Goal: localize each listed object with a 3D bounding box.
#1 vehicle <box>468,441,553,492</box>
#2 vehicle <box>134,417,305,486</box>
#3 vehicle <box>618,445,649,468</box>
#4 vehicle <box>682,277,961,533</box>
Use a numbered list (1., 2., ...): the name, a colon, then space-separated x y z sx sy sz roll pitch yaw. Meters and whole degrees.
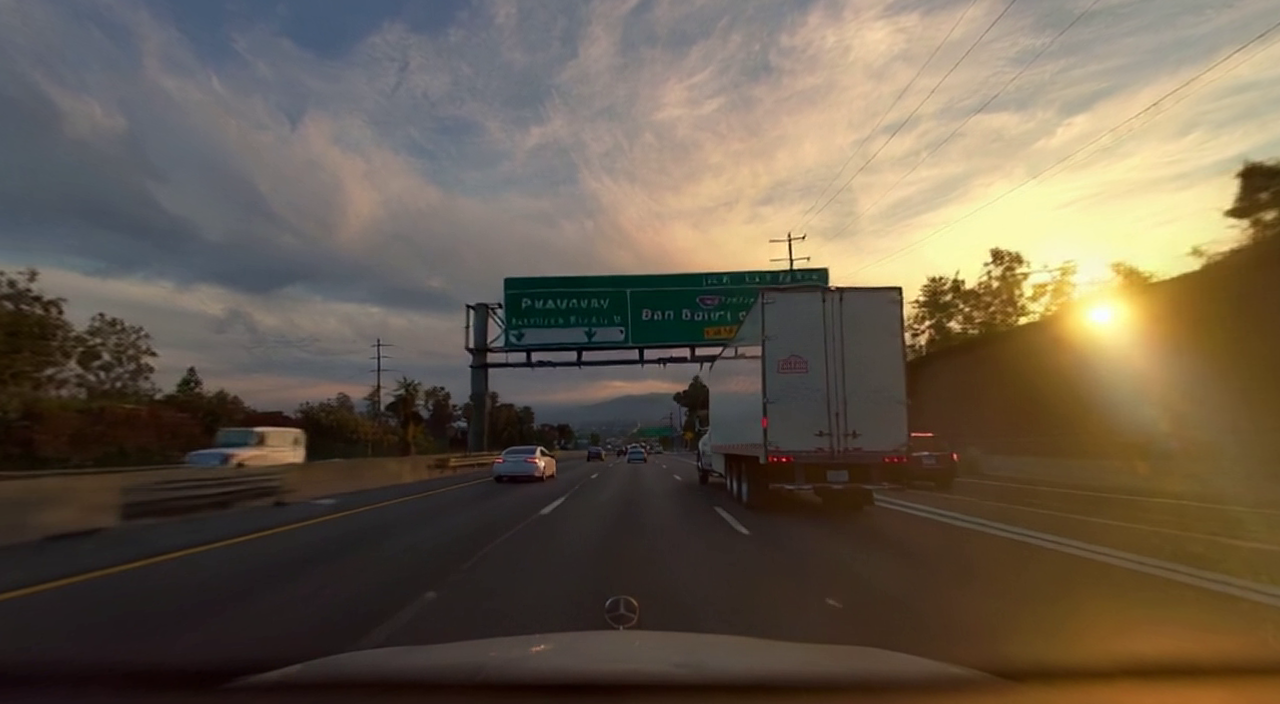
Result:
1. vehicle: -4.226 3.790 21.215 1.968 1.507 3.829 -1 -8 1
2. vehicle: -14.885 3.578 22.872 2.307 2.151 5.598 0 -8 0
3. vehicle: -0.376 7.217 43.524 2.047 1.485 3.938 0 -8 1
4. vehicle: 3.395 1.970 18.127 2.907 4.109 16.177 0 -8 -1
